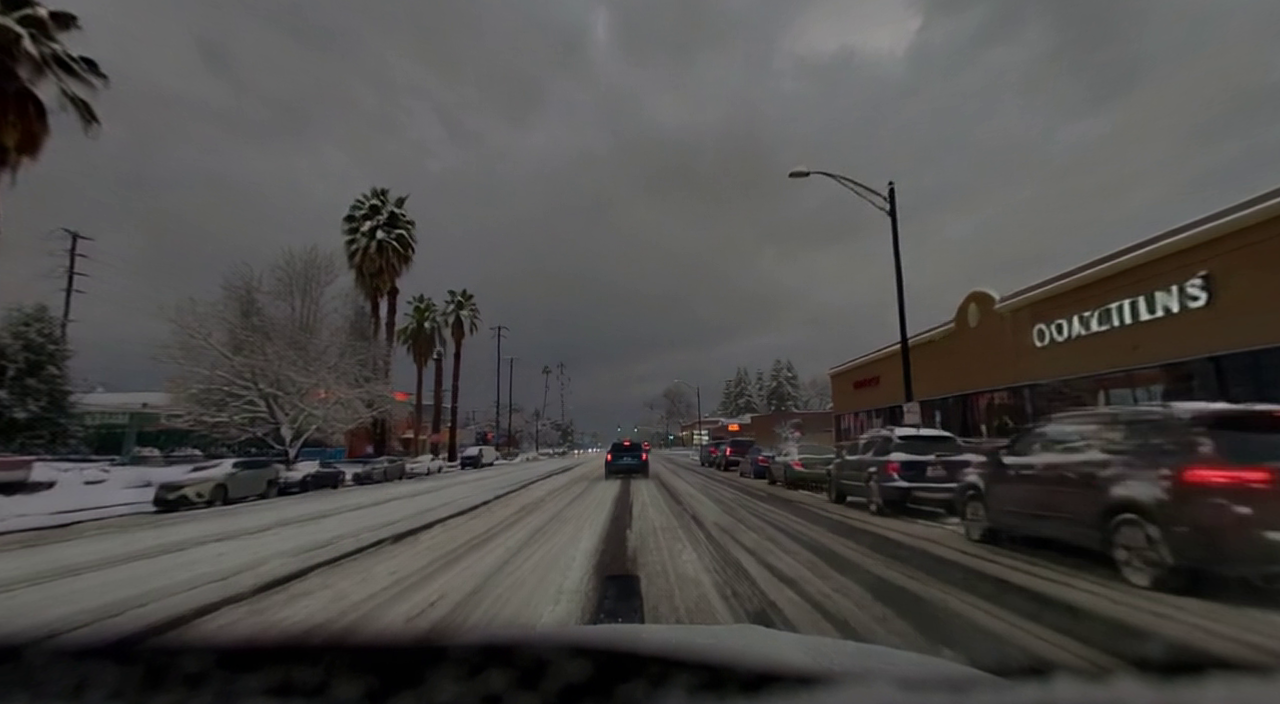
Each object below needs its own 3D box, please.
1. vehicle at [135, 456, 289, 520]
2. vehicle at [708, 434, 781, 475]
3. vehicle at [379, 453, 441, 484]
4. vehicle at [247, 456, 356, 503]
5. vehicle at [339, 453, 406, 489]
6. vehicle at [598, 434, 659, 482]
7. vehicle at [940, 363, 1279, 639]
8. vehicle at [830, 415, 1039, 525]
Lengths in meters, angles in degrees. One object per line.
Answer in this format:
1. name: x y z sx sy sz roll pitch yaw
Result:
1. vehicle: -13.248 4.178 19.864 1.840 1.521 4.450 -5 -8 -1
2. vehicle: 5.469 5.458 33.916 2.568 1.974 6.203 0 -8 -3
3. vehicle: -13.326 6.742 36.771 1.914 1.489 4.523 -4 -8 0
4. vehicle: -13.070 4.898 24.649 1.804 1.441 4.534 -4 -8 0
5. vehicle: -13.264 5.903 31.442 1.774 1.522 3.699 -3 -8 -1
6. vehicle: -0.430 4.208 25.235 2.239 1.763 4.096 0 -8 0
7. vehicle: 5.724 1.361 6.499 2.430 1.924 5.779 0 -8 0
8. vehicle: 5.869 2.409 13.404 2.129 1.895 4.671 0 -8 -1
